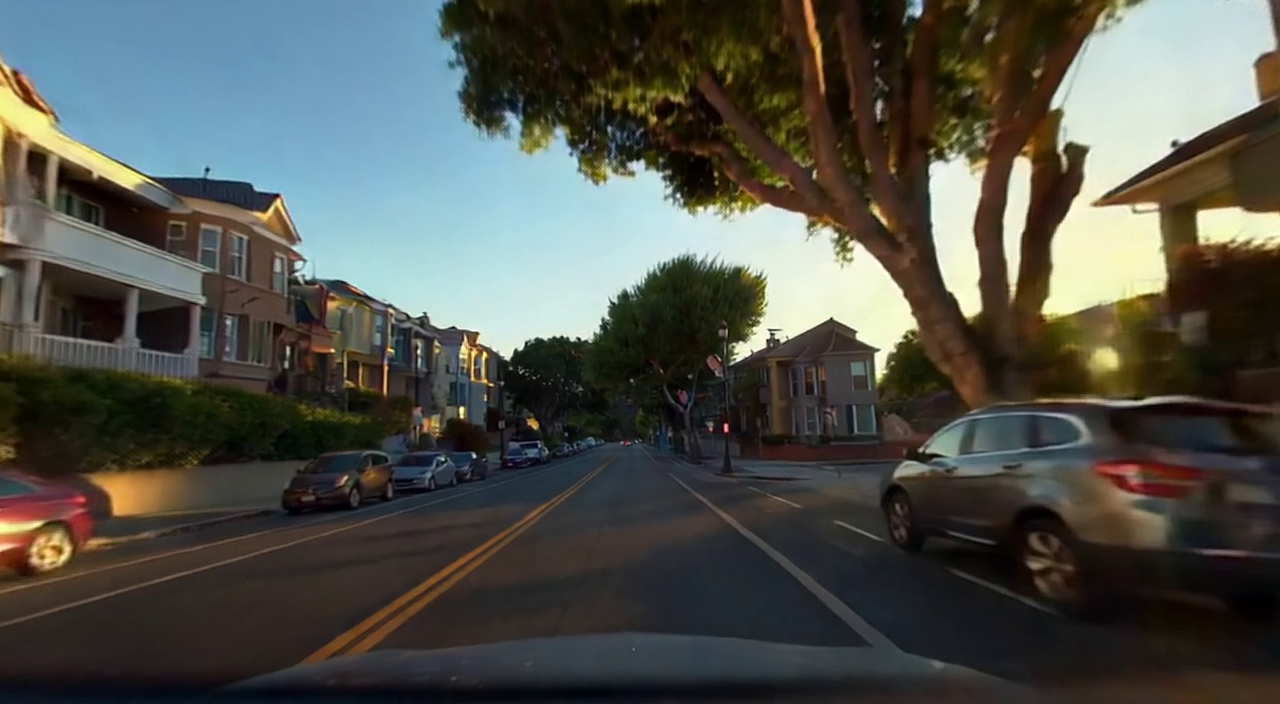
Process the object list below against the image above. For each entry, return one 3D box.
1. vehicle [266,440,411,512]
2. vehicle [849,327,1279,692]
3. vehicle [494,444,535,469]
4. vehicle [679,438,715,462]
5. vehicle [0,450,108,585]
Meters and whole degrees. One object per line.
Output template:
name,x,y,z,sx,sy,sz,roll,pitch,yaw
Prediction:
vehicle,-8.127,3.352,17.556,1.919,1.698,4.328,0,-9,-1
vehicle,4.308,1.294,6.492,2.393,2.075,5.683,0,-8,0
vehicle,-8.250,6.900,41.959,1.967,1.517,4.360,0,-8,-2
vehicle,4.151,7.222,46.524,2.034,1.674,4.271,1,-8,-3
vehicle,-8.224,1.761,6.331,1.983,1.514,4.459,0,-9,-2
